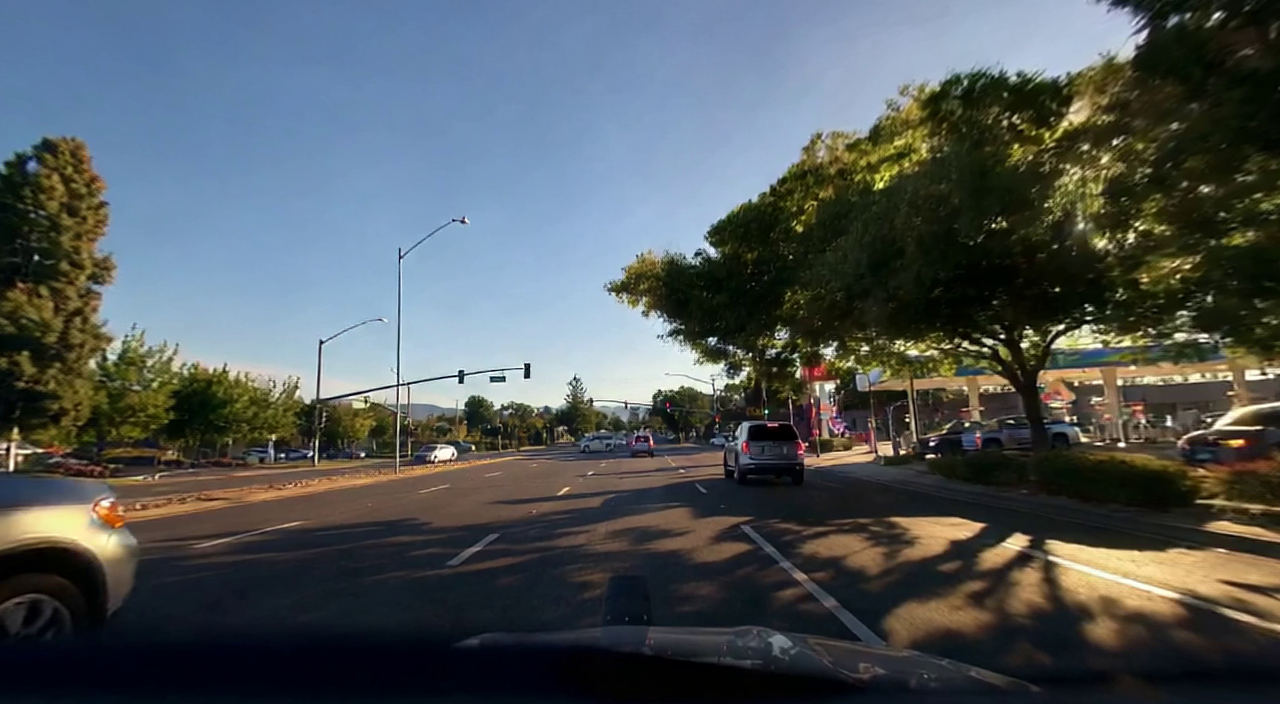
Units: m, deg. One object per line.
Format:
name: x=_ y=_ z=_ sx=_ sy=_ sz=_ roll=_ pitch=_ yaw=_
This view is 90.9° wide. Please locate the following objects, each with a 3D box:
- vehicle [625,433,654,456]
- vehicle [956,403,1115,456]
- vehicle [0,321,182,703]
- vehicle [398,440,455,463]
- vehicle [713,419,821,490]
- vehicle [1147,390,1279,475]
vehicle: x=0.003 y=7.099 z=48.263 sx=2.067 sy=1.702 sz=3.987 roll=0 pitch=-8 yaw=1
vehicle: x=15.783 y=3.129 z=25.376 sx=4.864 sy=2.023 sz=2.132 roll=0 pitch=-8 yaw=1
vehicle: x=-3.767 y=0.585 z=1.360 sx=2.047 sy=1.810 sz=4.589 roll=0 pitch=-8 yaw=0
vehicle: x=-16.442 y=7.689 z=48.792 sx=1.883 sy=1.623 sz=4.588 roll=-3 pitch=-9 yaw=16
vehicle: x=3.448 y=2.889 z=18.030 sx=2.083 sy=1.779 sz=4.347 roll=0 pitch=-8 yaw=-1
vehicle: x=15.677 y=1.906 z=14.806 sx=5.717 sy=1.809 sz=2.161 roll=0 pitch=-8 yaw=-3
